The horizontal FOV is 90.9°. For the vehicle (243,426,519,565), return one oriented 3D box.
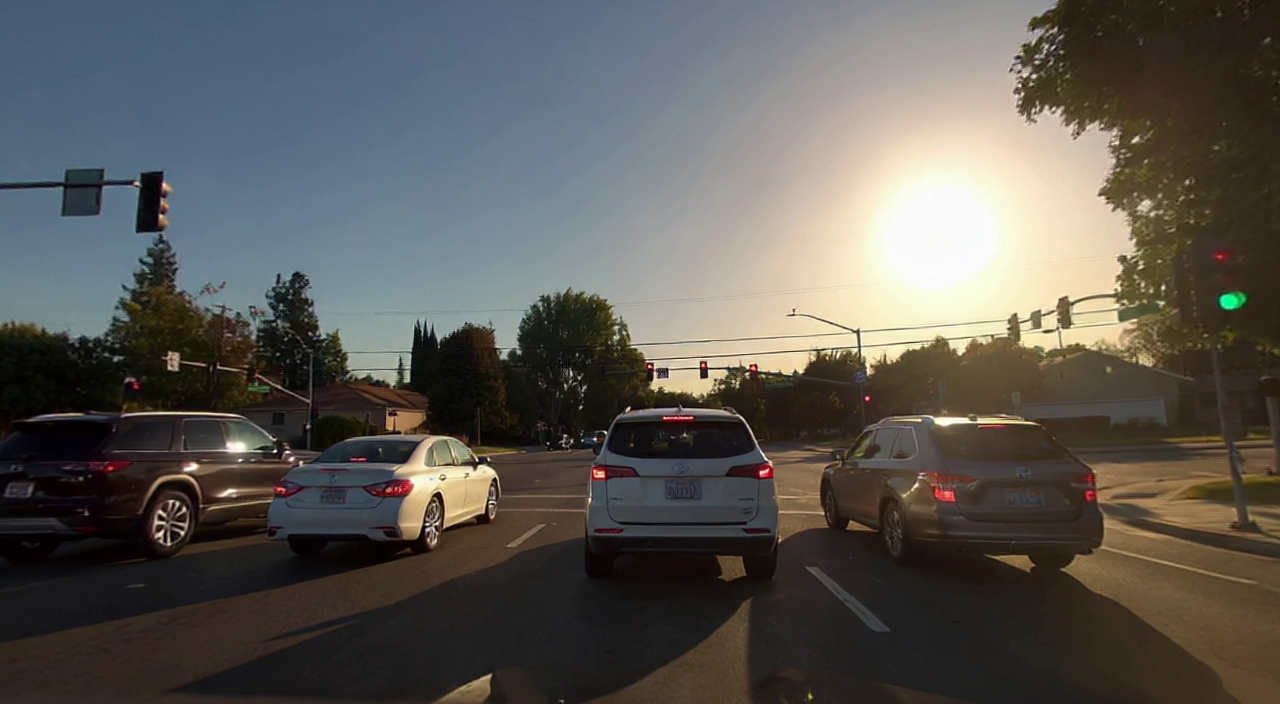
[{"bbox_3d":[-3.255,1.882,9.092,1.885,1.475,4.359,-1,-8,4],"label":"vehicle"}]

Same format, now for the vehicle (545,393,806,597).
[{"bbox_3d":[0.378,1.518,7.495,2.198,1.708,4.170,0,-8,2],"label":"vehicle"}]

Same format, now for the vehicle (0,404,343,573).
[{"bbox_3d":[-6.643,1.820,9.243,2.075,1.796,4.785,0,-8,2],"label":"vehicle"}]

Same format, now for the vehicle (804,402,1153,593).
[{"bbox_3d":[3.510,1.586,7.751,2.047,1.638,4.395,-1,-8,4],"label":"vehicle"}]
